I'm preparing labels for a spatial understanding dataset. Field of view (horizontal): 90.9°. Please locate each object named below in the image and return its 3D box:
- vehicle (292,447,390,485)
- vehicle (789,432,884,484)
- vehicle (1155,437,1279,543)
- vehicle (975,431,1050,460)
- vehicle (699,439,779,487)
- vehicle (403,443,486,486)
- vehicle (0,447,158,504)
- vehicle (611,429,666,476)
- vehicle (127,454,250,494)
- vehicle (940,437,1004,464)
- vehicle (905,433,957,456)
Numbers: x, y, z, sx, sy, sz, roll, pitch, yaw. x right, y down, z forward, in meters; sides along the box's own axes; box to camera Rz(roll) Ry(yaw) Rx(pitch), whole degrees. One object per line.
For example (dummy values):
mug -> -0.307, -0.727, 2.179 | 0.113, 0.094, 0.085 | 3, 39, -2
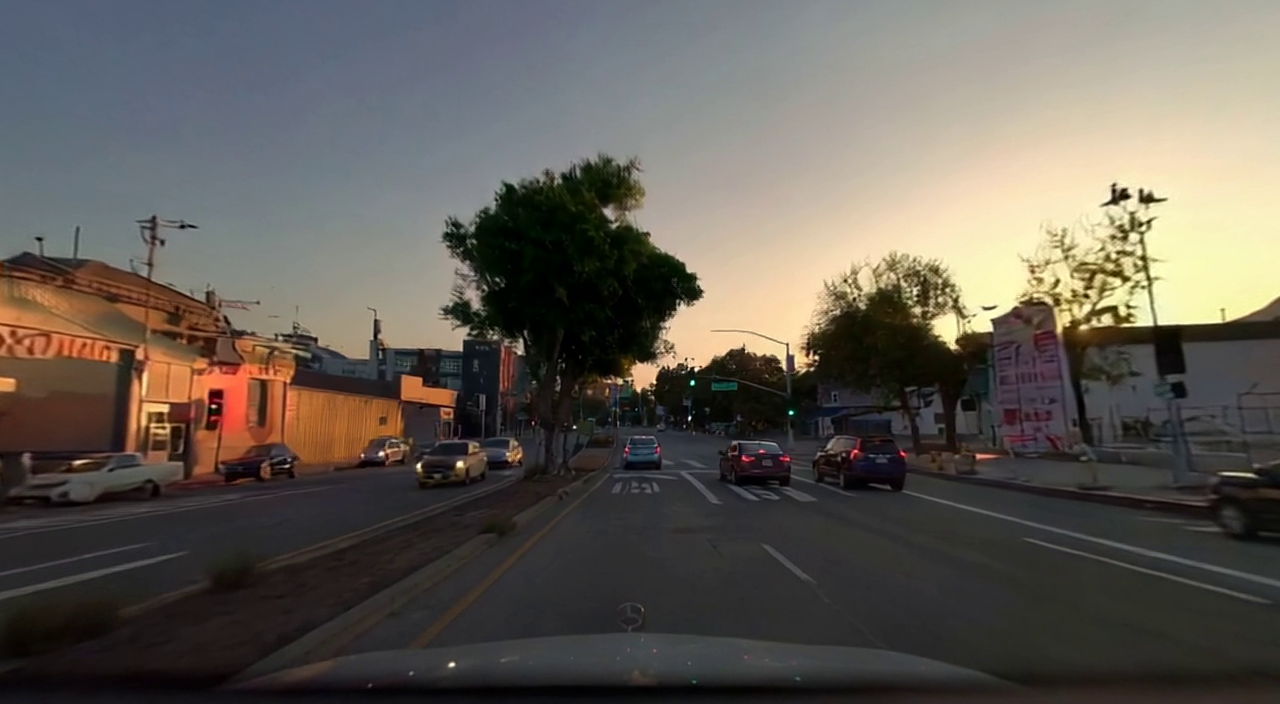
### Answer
vehicle -> -12.689, 4.852, 27.123 | 1.887, 1.453, 4.696 | 0, -8, 0
vehicle -> 7.073, 3.859, 23.230 | 2.040, 1.738, 4.414 | 0, -8, -1
vehicle -> 10.202, 2.032, 9.000 | 1.845, 1.454, 4.620 | 0, -6, 0
vehicle -> 22.178, 5.642, 37.714 | 1.988, 1.632, 4.181 | 0, -9, 2
vehicle -> 3.310, 3.790, 21.945 | 1.963, 1.484, 4.609 | 0, -8, -1
vehicle -> -7.550, 4.356, 24.818 | 2.102, 1.496, 4.465 | 0, -8, -4
vehicle -> -19.120, 4.190, 21.337 | 2.062, 1.634, 4.535 | -2, -11, -1
vehicle -> -0.022, 4.384, 27.583 | 2.210, 1.861, 4.280 | 0, -8, 1
vehicle -> -18.751, 5.048, 26.480 | 1.843, 1.468, 4.475 | -1, -8, 0
vehicle -> 19.845, 5.881, 37.842 | 1.807, 1.491, 3.858 | -1, -8, 2
vehicle -> 22.924, 7.261, 49.873 | 1.904, 1.712, 4.552 | 0, -7, -1
